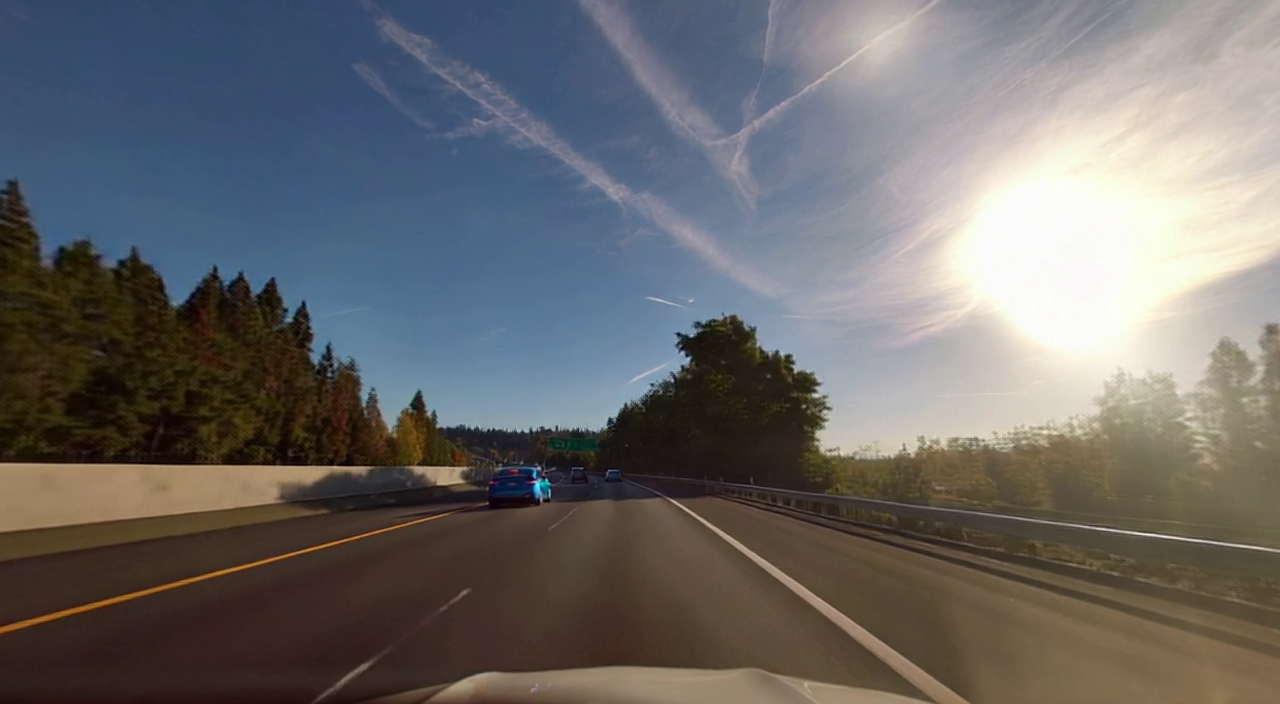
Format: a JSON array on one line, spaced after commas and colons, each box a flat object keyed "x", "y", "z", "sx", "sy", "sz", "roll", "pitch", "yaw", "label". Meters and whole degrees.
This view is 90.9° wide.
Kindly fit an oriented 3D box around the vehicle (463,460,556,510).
[{"x": -4.519, "y": 4.741, "z": 22.736, "sx": 2.328, "sy": 1.559, "sz": 5.041, "roll": 1, "pitch": -11, "yaw": -1, "label": "vehicle"}]
